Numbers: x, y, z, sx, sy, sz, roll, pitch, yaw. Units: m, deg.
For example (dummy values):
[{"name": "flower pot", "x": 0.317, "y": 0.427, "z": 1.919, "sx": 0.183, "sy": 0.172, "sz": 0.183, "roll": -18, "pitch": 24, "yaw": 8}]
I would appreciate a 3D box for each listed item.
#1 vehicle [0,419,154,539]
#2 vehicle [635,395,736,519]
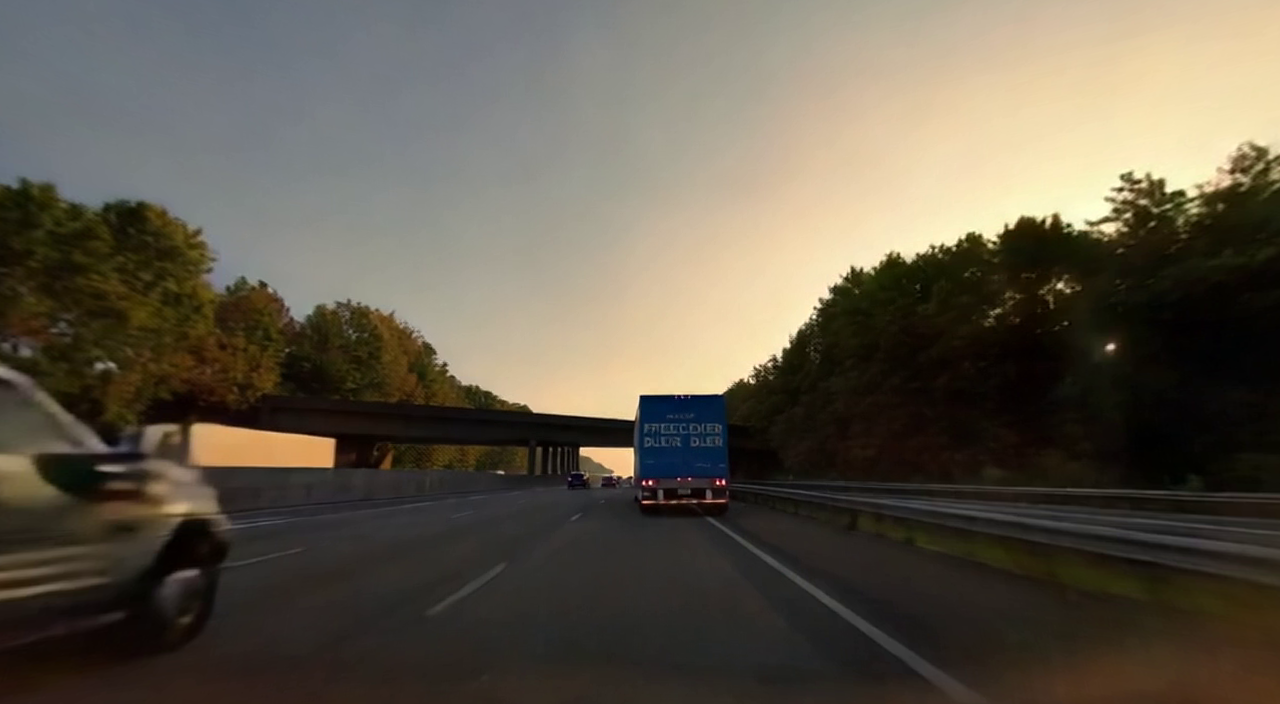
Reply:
[{"name": "vehicle", "x": -16.667, "y": 3.243, "z": 16.236, "sx": 2.628, "sy": 2.850, "sz": 6.822, "roll": 1, "pitch": -11, "yaw": 1}, {"name": "vehicle", "x": 1.406, "y": 4.130, "z": 24.446, "sx": 2.980, "sy": 3.834, "sz": 9.423, "roll": 1, "pitch": -11, "yaw": -1}]
